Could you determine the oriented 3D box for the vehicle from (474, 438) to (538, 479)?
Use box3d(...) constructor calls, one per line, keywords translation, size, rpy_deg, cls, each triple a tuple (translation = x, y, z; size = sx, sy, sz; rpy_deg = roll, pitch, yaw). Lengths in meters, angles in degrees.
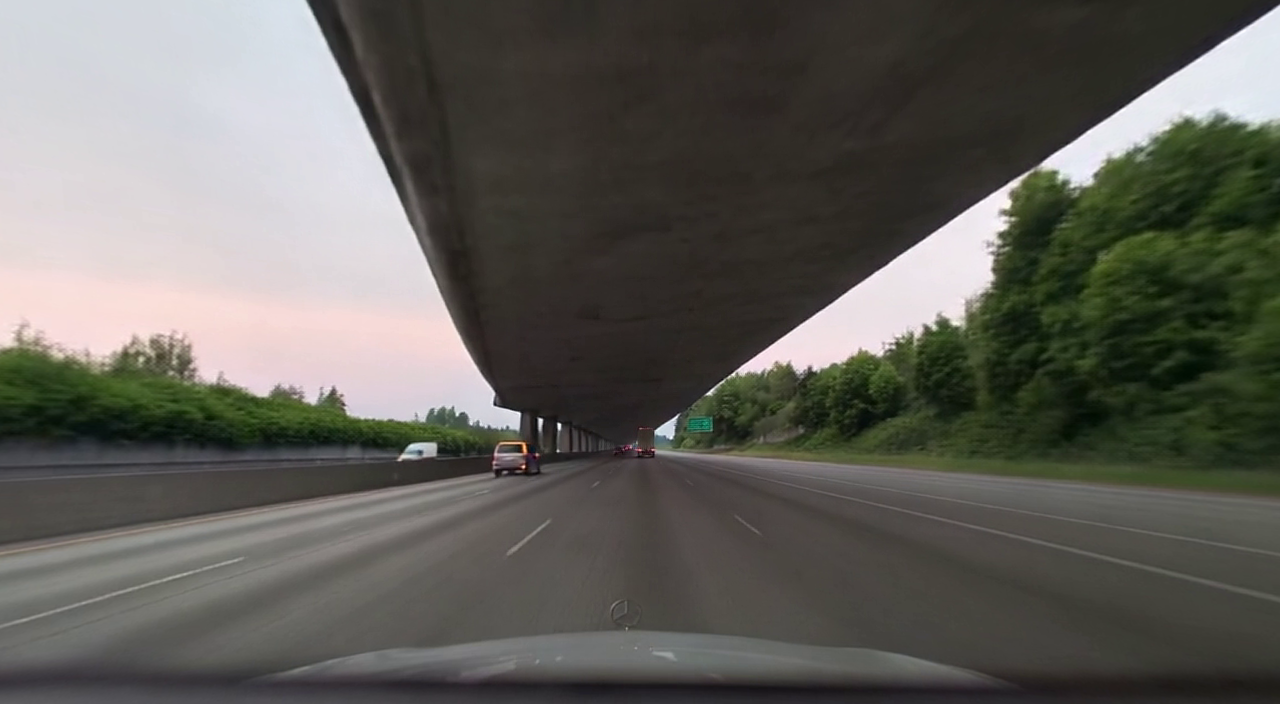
box3d(translation=(-6.840, 5.489, 32.860), size=(2.195, 1.940, 5.154), rpy_deg=(0, -9, 0), cls="vehicle")
